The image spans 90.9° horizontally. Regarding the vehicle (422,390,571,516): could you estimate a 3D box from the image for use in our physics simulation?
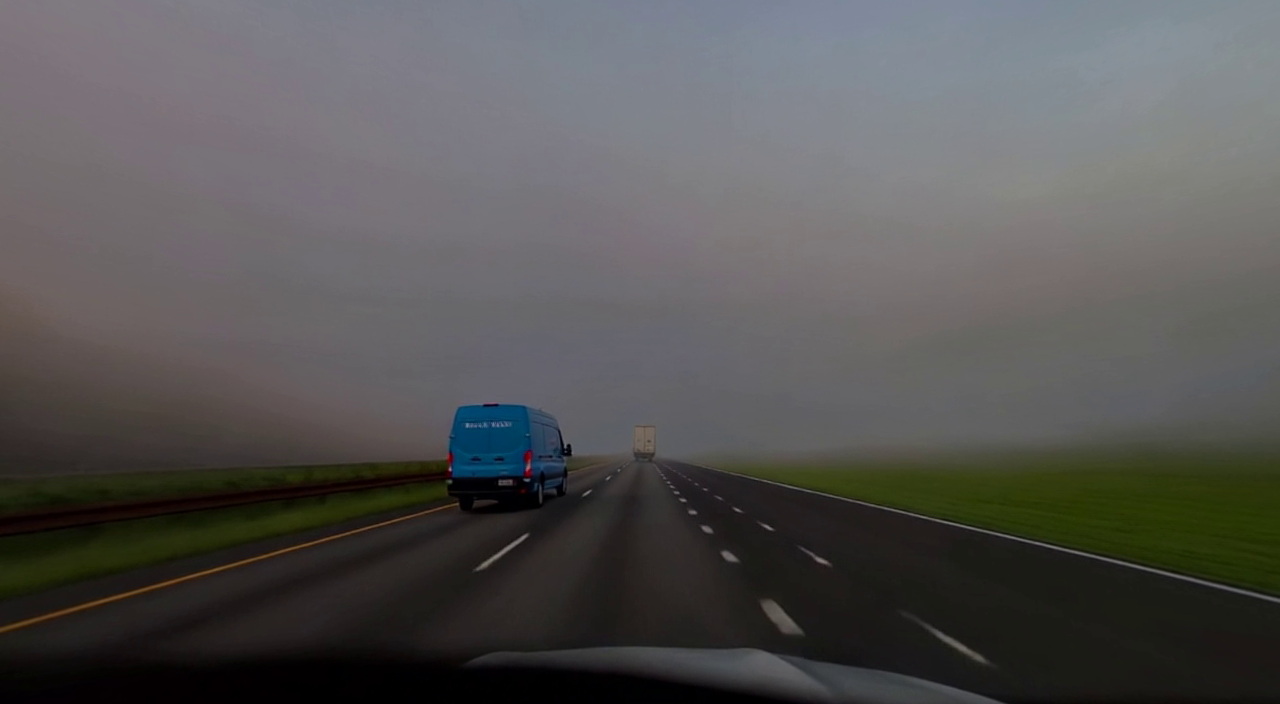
[{"bbox_3d":[-3.423,2.667,16.922,2.320,2.636,7.021,0,-9,0],"label":"vehicle"}]
